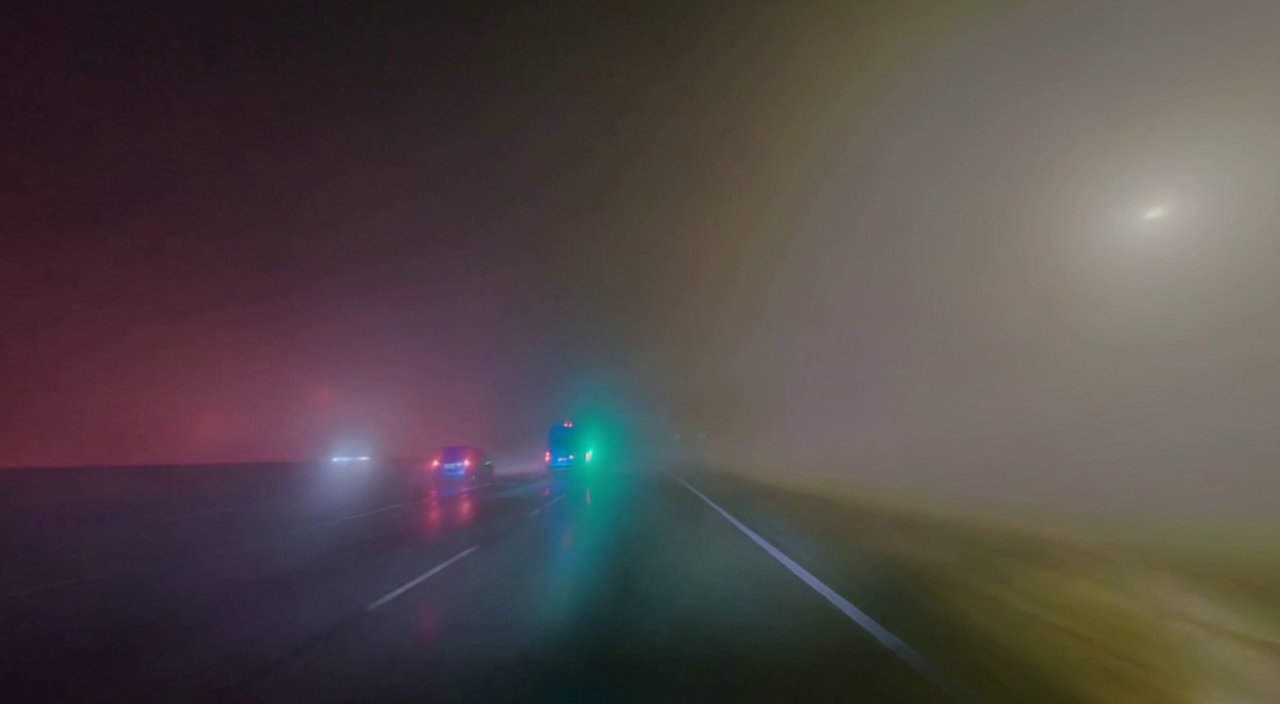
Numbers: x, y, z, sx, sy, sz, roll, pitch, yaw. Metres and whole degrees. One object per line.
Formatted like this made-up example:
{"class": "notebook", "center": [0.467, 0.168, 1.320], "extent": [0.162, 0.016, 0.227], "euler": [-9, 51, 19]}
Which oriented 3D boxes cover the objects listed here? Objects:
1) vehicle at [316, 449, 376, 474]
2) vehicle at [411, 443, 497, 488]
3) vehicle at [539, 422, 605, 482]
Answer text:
{"class": "vehicle", "center": [-19.560, 7.306, 42.188], "extent": [1.860, 1.533, 4.386], "euler": [0, -9, 1]}
{"class": "vehicle", "center": [-7.502, 4.603, 25.929], "extent": [2.164, 1.664, 4.252], "euler": [0, -9, 1]}
{"class": "vehicle", "center": [-3.102, 4.795, 30.348], "extent": [2.437, 2.565, 5.829], "euler": [0, -9, 1]}
